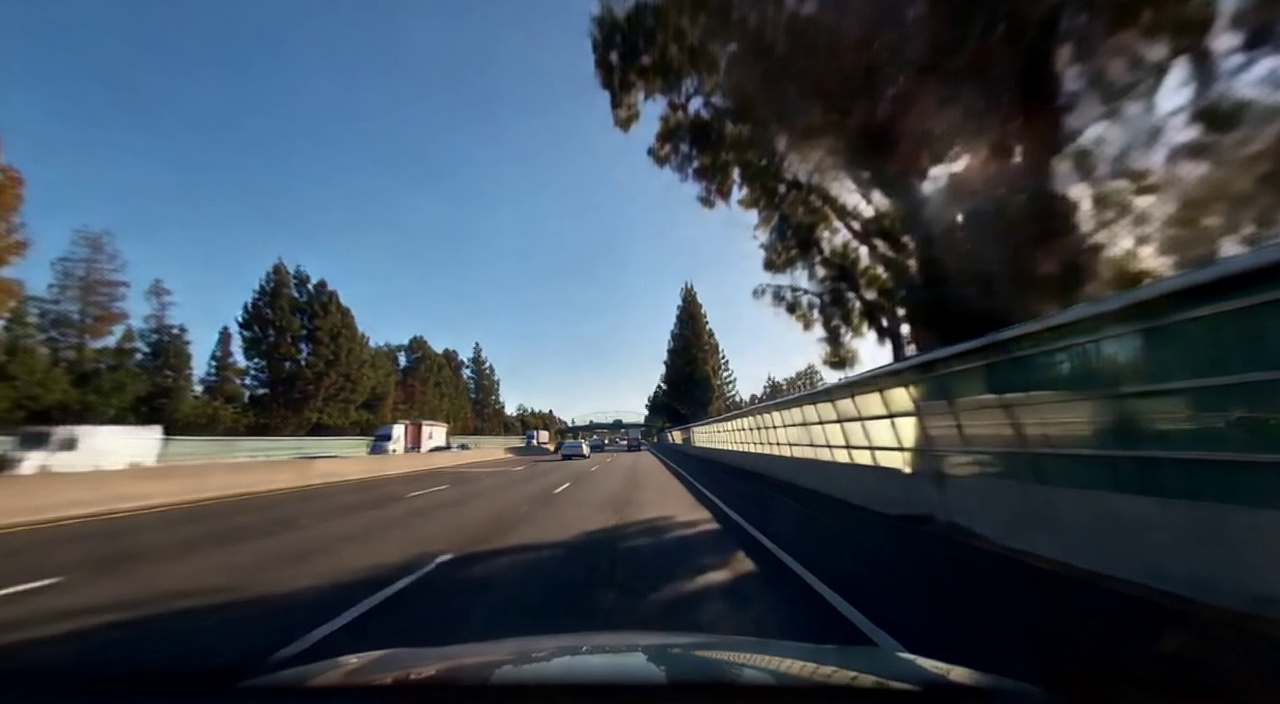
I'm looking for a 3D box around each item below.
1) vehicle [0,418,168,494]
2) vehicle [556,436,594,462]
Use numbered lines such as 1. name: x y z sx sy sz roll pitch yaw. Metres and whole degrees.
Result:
1. vehicle: -20.245 3.640 22.326 2.251 2.311 5.834 0 -8 0
2. vehicle: -4.216 6.404 41.509 2.063 1.598 4.189 0 -8 0
